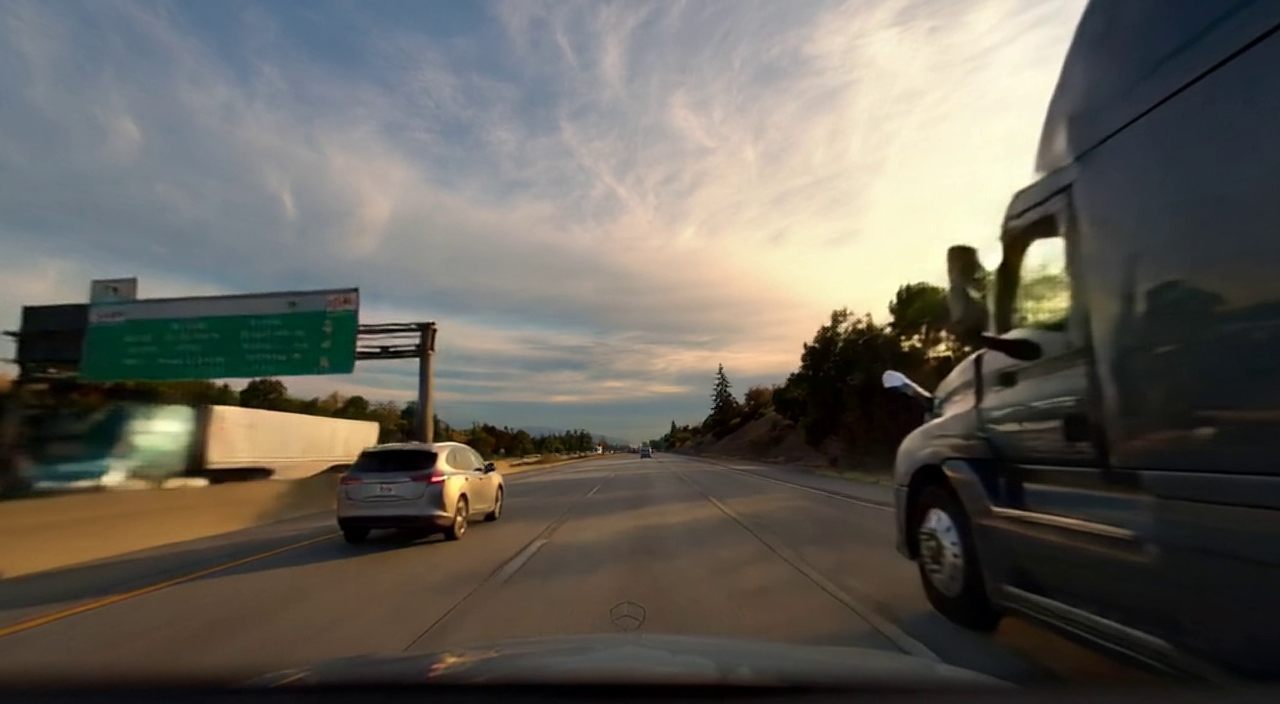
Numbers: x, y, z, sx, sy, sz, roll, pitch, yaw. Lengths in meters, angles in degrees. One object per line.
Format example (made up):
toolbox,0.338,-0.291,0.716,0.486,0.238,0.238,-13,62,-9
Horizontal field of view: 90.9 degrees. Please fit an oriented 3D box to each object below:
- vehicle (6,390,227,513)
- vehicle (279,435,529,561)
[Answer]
vehicle,-19.344,3.755,23.957,2.931,4.031,6.057,0,-9,0
vehicle,-3.228,2.109,9.890,2.054,1.475,4.708,0,-9,1
